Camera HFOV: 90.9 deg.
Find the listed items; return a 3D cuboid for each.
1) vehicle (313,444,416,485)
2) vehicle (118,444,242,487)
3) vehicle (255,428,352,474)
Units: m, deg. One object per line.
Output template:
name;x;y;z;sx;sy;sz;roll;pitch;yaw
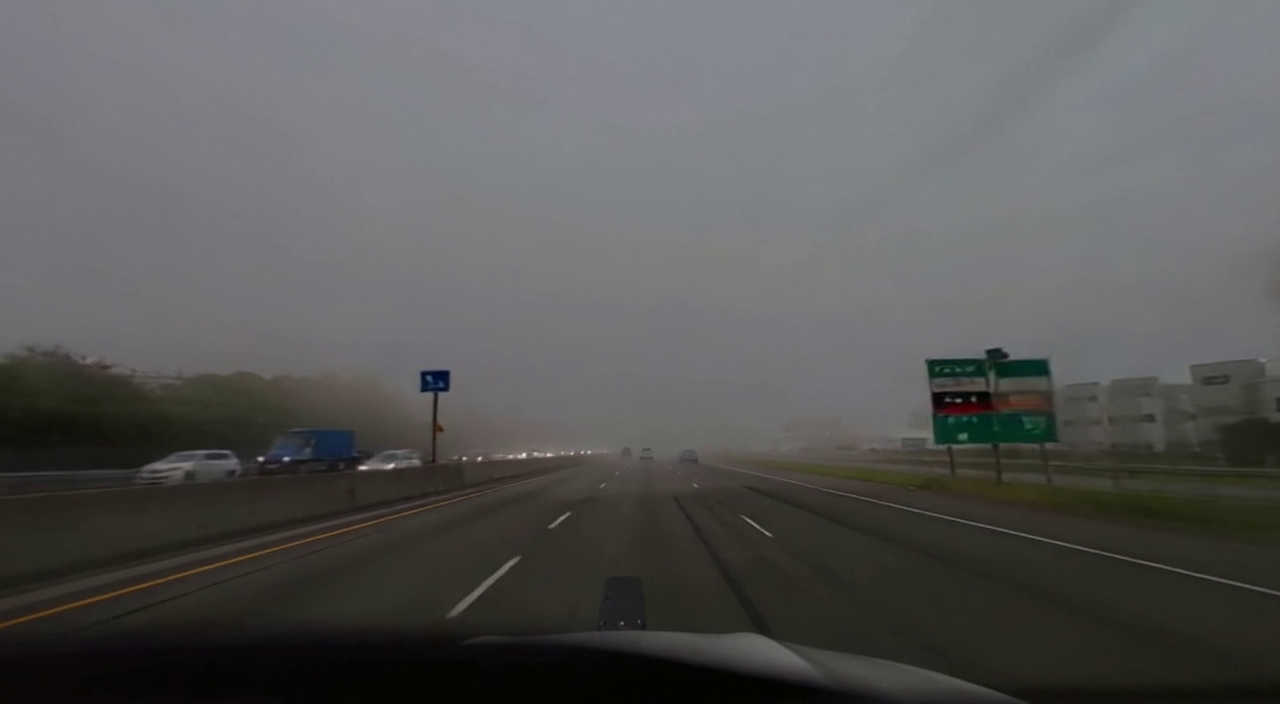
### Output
vehicle;-10.917;4.478;25.383;2.064;1.477;4.488;0;-9;1
vehicle;-18.799;4.640;26.055;1.803;1.585;4.350;0;-9;0
vehicle;-20.455;6.089;38.801;2.352;2.598;6.329;0;-9;1
